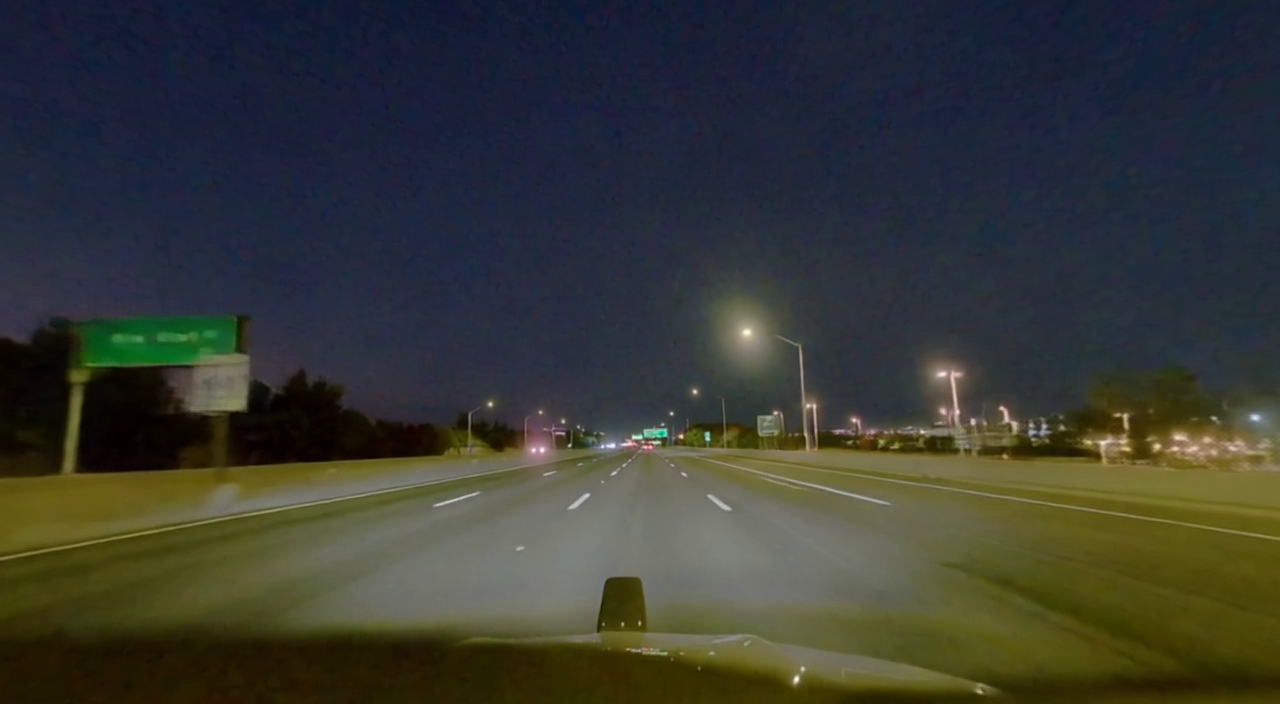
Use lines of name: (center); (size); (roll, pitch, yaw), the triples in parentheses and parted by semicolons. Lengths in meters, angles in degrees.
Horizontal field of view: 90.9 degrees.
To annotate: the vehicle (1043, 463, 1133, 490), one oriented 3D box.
vehicle: (26.929, 7.479, 37.992); (4.085, 1.445, 1.752); (-1, -8, -3)
